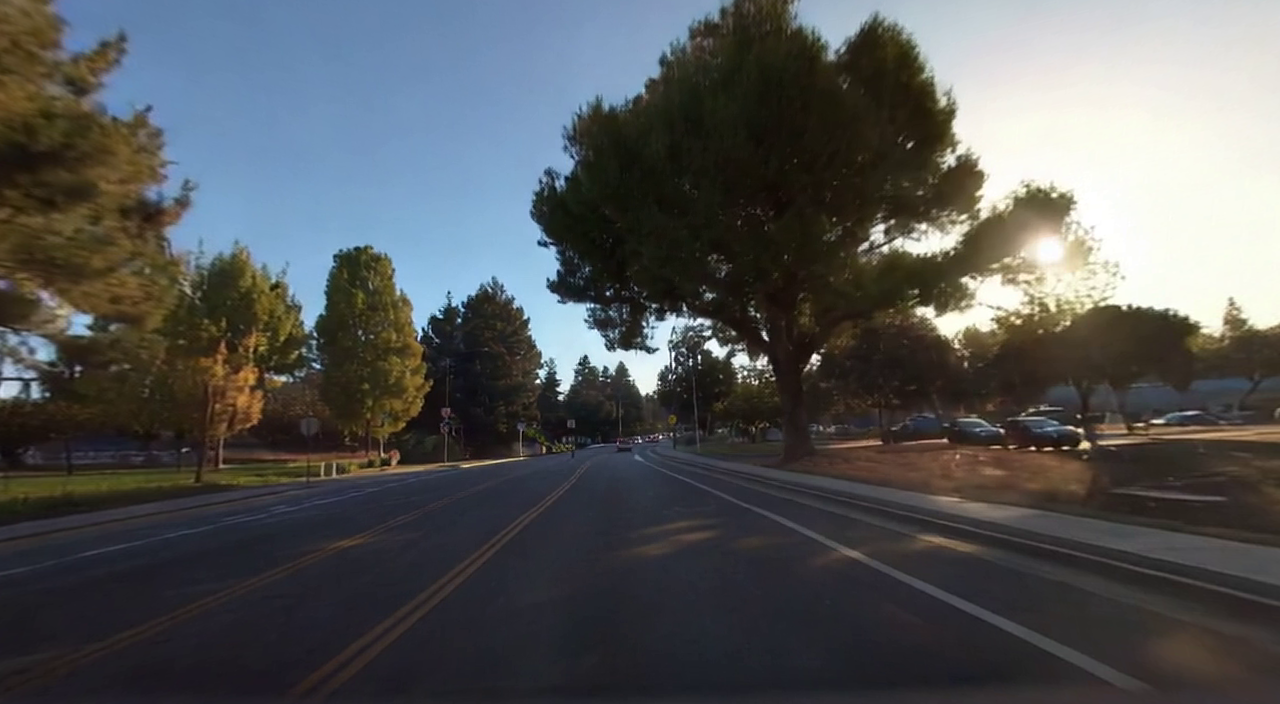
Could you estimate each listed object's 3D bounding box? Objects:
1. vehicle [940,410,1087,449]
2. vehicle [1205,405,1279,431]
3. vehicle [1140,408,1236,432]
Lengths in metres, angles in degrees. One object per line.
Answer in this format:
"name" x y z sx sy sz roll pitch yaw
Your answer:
"vehicle" 14.925 3.129 25.337 4.744 1.476 1.926 1 -8 -4
"vehicle" 39.516 4.315 40.995 1.823 1.489 4.541 -1 -8 9
"vehicle" 42.576 5.334 49.050 5.184 1.740 1.973 -2 -8 12
